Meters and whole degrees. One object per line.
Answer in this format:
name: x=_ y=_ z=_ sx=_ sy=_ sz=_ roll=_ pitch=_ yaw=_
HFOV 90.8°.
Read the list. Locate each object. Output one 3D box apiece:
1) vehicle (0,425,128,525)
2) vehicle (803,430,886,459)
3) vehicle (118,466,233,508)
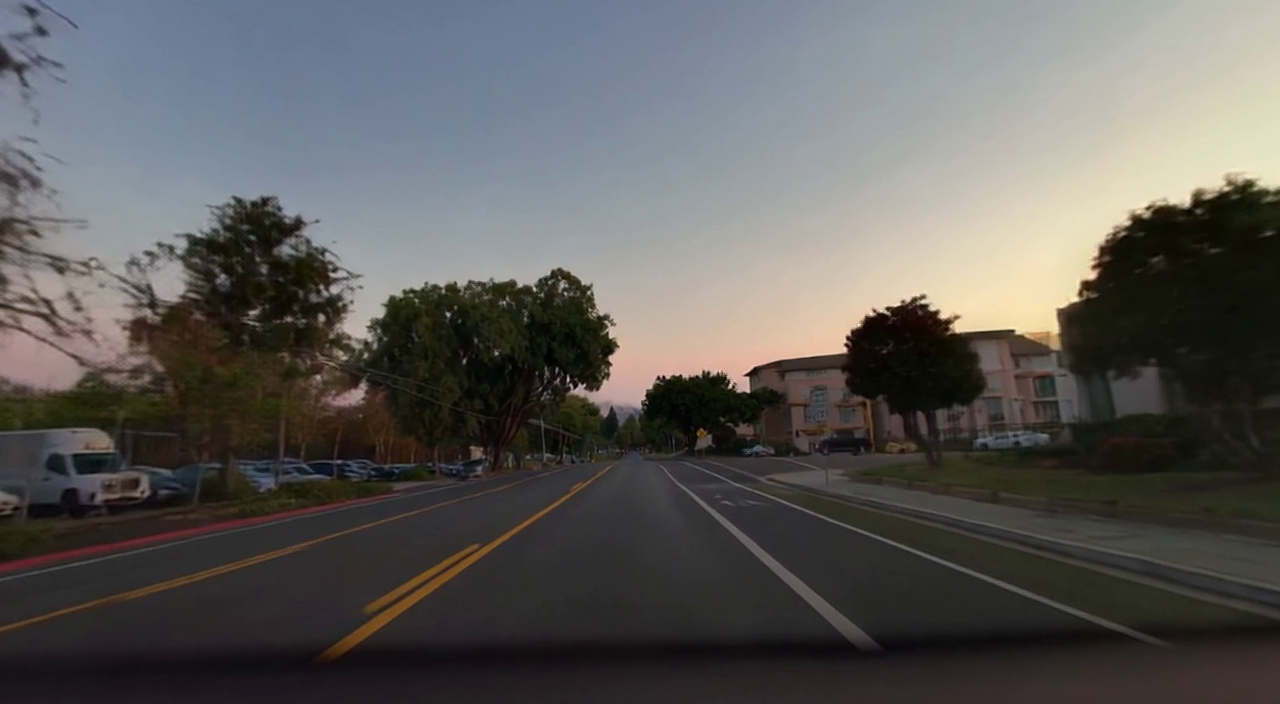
vehicle: x=-19.459 y=3.791 z=19.942 sx=5.971 sy=2.749 sz=2.293 roll=-4 pitch=-9 yaw=22
vehicle: x=12.855 y=5.831 z=39.707 sx=4.632 sy=1.701 sz=1.975 roll=-5 pitch=-10 yaw=27
vehicle: x=-18.835 y=5.417 z=25.609 sx=4.295 sy=1.486 sz=1.881 roll=-5 pitch=-10 yaw=26
